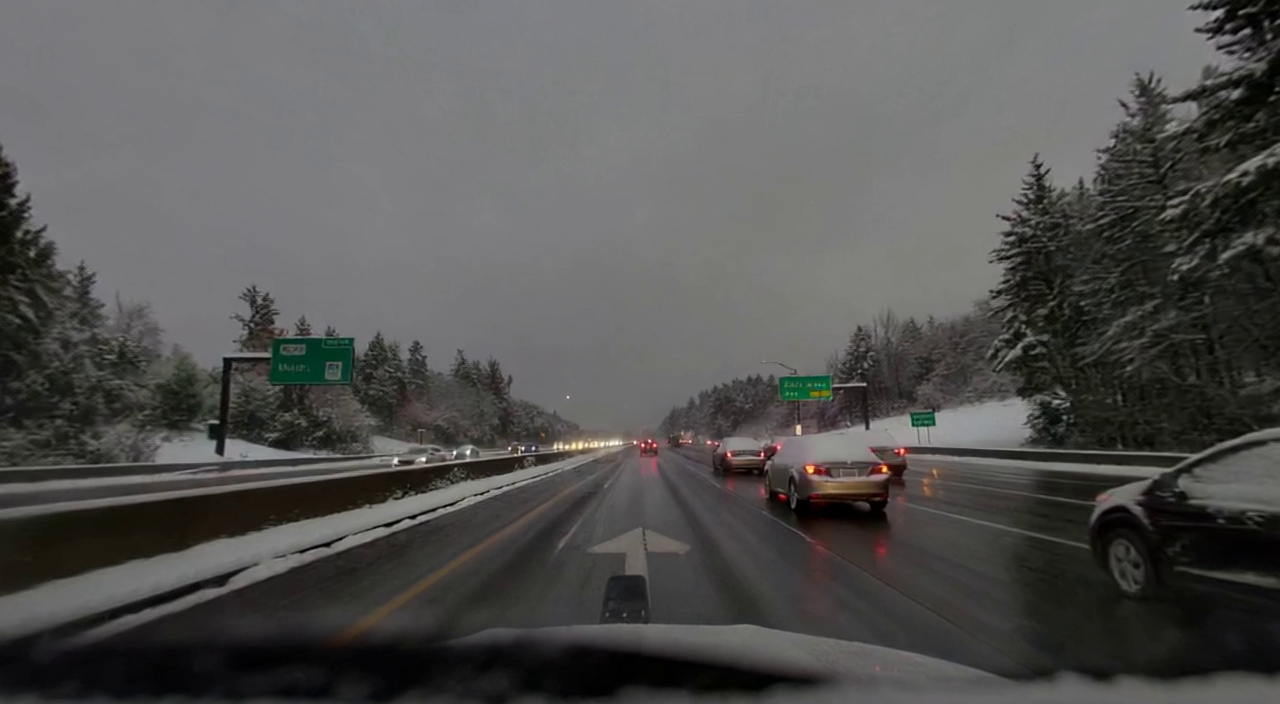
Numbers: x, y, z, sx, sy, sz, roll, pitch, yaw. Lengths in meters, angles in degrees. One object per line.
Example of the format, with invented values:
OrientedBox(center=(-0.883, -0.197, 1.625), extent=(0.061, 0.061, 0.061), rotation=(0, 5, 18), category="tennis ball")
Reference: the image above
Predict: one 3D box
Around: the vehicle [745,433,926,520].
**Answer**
OrientedBox(center=(3.707, 2.445, 13.042), extent=(2.198, 1.467, 4.675), rotation=(0, -8, -1), category="vehicle")

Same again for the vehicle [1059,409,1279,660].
OrientedBox(center=(5.028, 1.052, 3.403), extent=(2.143, 1.516, 4.533), rotation=(1, -8, -5), category="vehicle")

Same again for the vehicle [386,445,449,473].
OrientedBox(center=(-12.944, 6.242, 37.009), extent=(1.902, 1.474, 4.752), rotation=(0, -8, 1), category="vehicle")
